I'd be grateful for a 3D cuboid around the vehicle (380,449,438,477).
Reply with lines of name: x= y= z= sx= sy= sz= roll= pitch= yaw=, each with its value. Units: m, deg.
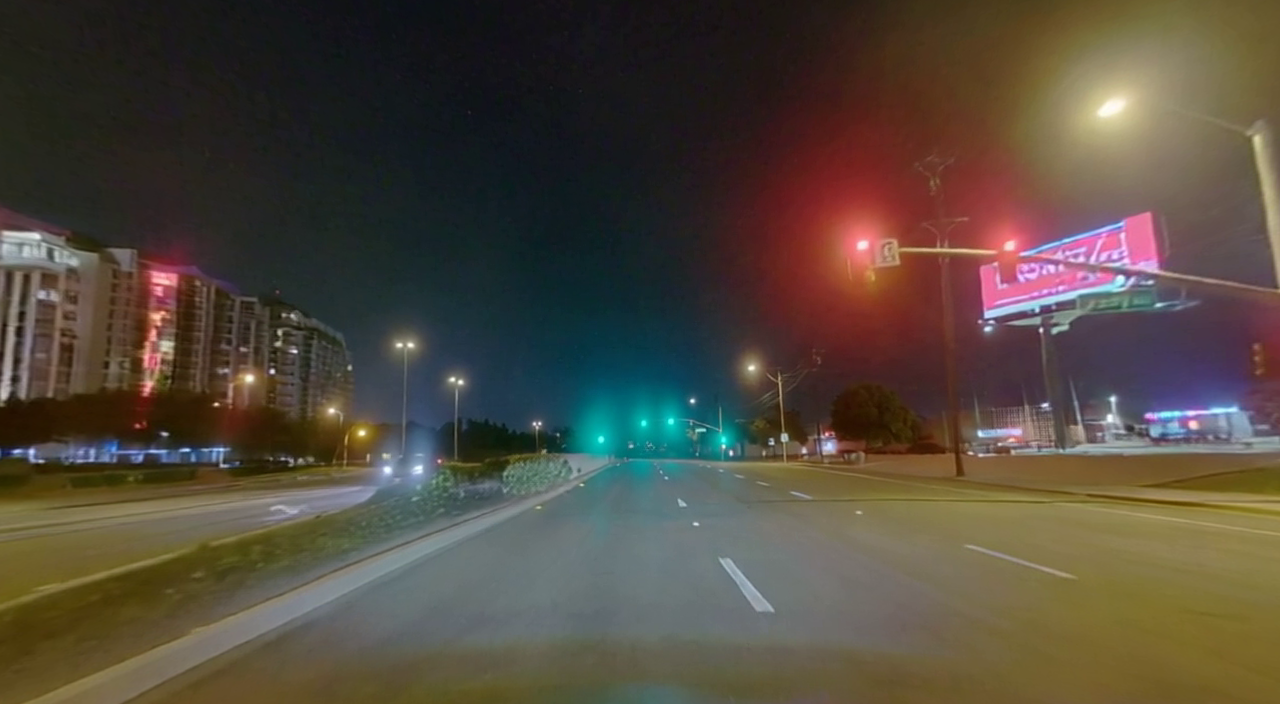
vehicle: x=-16.498 y=7.920 z=45.253 sx=2.227 sy=1.837 sz=4.871 roll=0 pitch=-8 yaw=1
